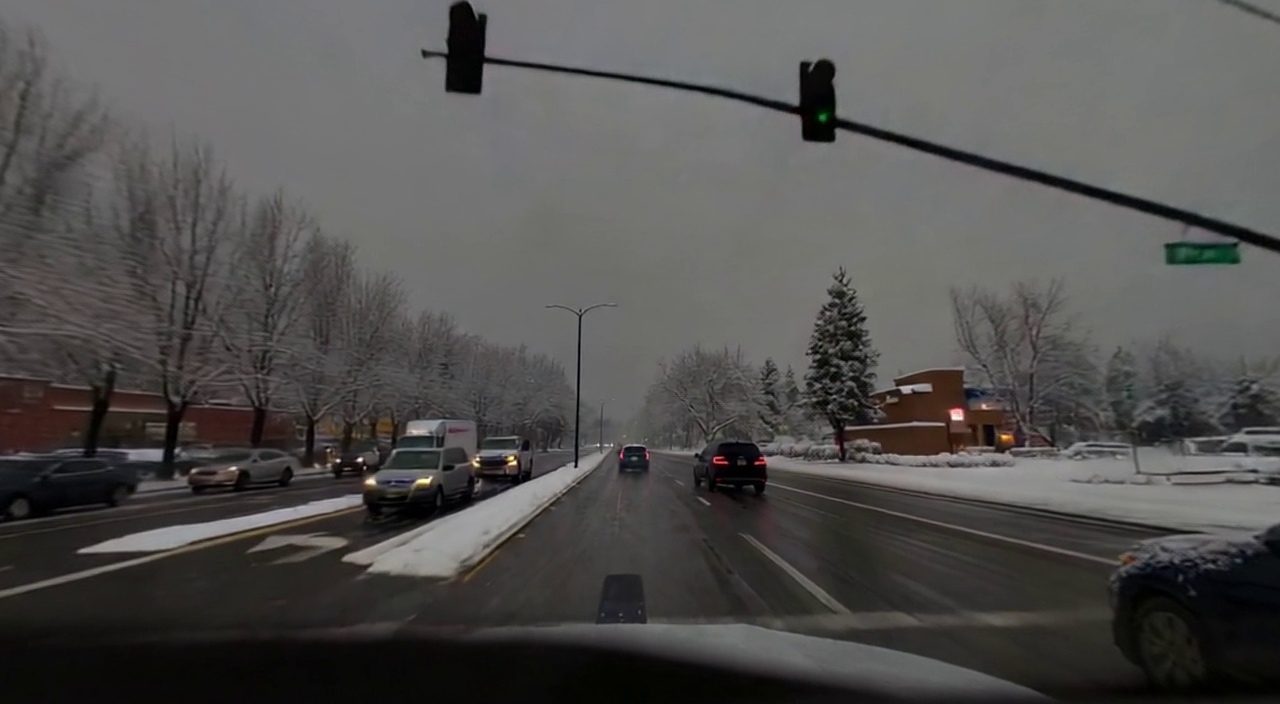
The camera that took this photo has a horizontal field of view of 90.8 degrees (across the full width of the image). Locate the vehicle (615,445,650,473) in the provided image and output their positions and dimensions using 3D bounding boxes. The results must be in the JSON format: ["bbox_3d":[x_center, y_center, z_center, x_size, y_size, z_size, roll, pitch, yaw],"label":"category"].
[{"bbox_3d":[-0.494,6.563,38.900,2.029,1.605,3.827,0,-9,-2],"label":"vehicle"}]

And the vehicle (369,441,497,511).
[{"bbox_3d":[-5.148,3.092,16.393,1.953,1.526,4.349,0,-8,-2],"label":"vehicle"}]

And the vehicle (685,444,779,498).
[{"bbox_3d":[2.722,3.648,19.809,2.061,1.487,4.462,0,-9,-3],"label":"vehicle"}]

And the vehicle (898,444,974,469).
[{"bbox_3d":[20.569,7.252,44.106,2.154,1.670,4.434,4,-9,-24],"label":"vehicle"}]

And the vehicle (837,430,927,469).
[{"bbox_3d":[16.601,6.747,43.740,2.400,2.488,5.485,4,-10,-28],"label":"vehicle"}]

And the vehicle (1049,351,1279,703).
[{"bbox_3d":[3.615,0.663,1.293,2.117,1.689,5.113,0,-9,0],"label":"vehicle"}]

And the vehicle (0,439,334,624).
[{"bbox_3d":[-5.428,1.773,7.433,1.972,1.466,4.493,2,-8,-9],"label":"vehicle"}]
